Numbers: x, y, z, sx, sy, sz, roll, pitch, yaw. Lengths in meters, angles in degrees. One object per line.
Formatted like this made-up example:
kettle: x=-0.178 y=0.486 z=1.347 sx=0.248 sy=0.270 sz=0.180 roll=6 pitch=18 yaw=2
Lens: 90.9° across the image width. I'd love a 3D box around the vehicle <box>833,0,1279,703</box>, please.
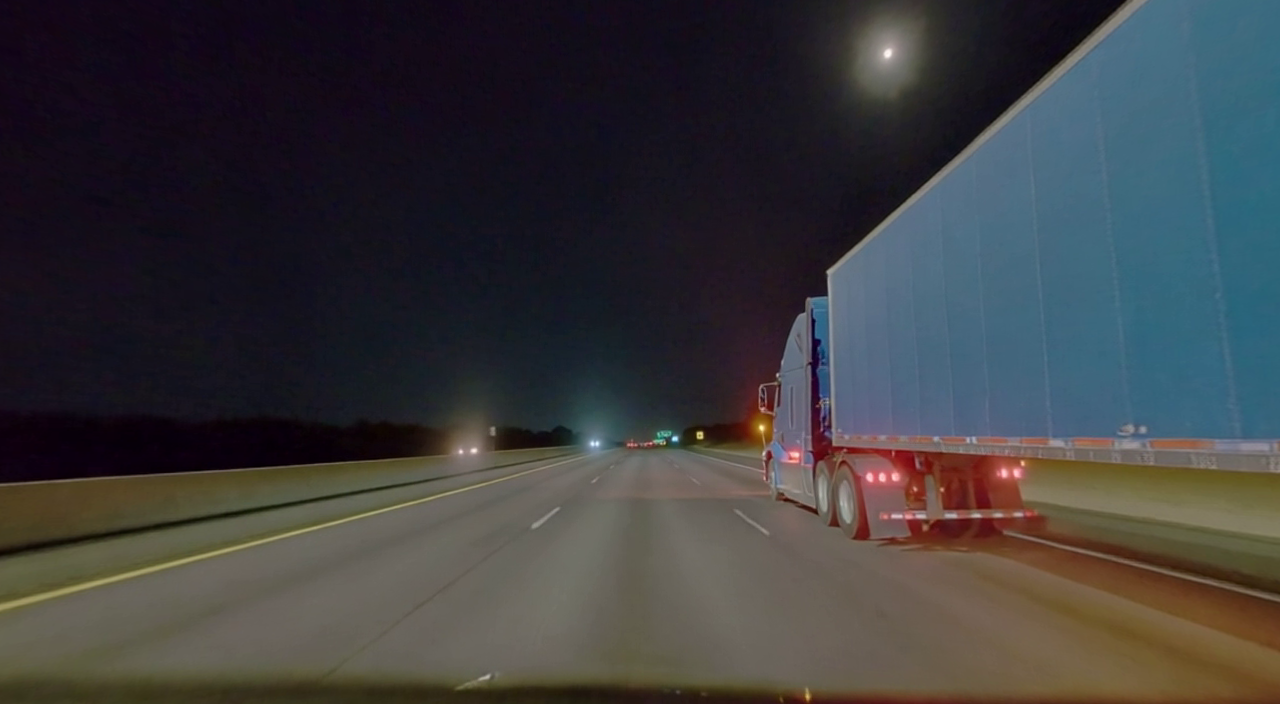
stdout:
vehicle: x=3.716 y=-0.195 z=2.647 sx=3.012 sy=3.768 sz=8.945 roll=0 pitch=-9 yaw=1
